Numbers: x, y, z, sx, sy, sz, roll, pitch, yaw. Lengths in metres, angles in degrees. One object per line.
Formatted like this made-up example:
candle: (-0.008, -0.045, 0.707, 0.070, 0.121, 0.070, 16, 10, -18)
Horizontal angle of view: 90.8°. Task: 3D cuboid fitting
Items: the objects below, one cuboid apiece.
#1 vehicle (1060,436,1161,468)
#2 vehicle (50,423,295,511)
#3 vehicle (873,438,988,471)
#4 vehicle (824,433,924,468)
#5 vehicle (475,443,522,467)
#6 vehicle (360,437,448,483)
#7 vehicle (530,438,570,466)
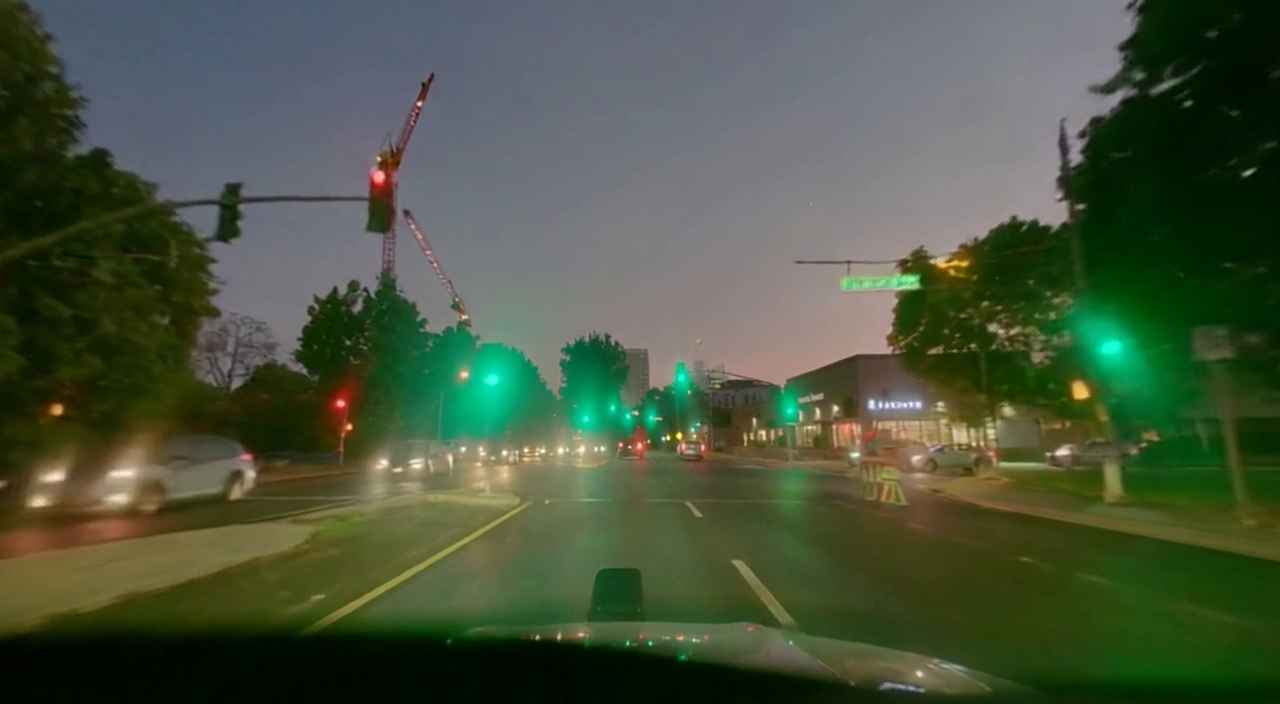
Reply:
vehicle: (22.417, 4.747, 30.117, 3.995, 1.463, 1.862, 3, -9, -20)
vehicle: (-12.051, 3.009, 17.077, 2.249, 1.952, 5.746, 0, -8, 0)
vehicle: (13.757, 4.871, 30.138, 4.506, 1.479, 1.924, 0, -8, 1)
vehicle: (12.610, 5.343, 34.315, 4.641, 1.772, 2.080, -1, -9, 6)
vehicle: (-9.059, 6.655, 40.921, 2.067, 1.460, 4.290, 0, -8, 0)
vehicle: (-9.105, 4.196, 24.767, 1.918, 1.640, 3.971, 0, -8, 0)
vehicle: (-5.990, 6.669, 42.432, 1.983, 1.715, 4.466, -2, -8, 0)
